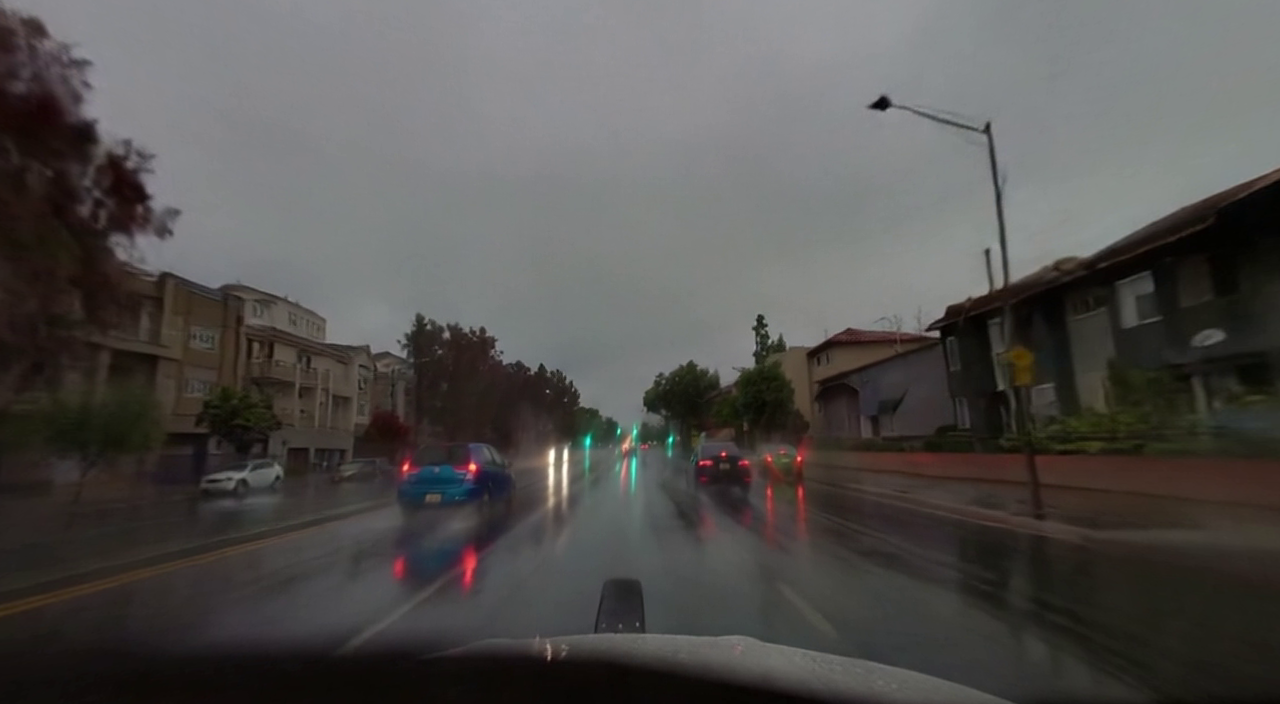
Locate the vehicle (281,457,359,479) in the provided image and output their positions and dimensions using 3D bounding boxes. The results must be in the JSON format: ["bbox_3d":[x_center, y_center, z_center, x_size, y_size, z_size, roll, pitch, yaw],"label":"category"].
[{"bbox_3d":[-24.182,8.779,47.877,4.816,1.482,1.995,-1,-9,3],"label":"vehicle"}]

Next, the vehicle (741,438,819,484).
[{"bbox_3d":[5.919,4.667,27.457,2.085,1.782,5.258,0,-9,-1],"label":"vehicle"}]

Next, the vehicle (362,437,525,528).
[{"bbox_3d":[-3.744,2.544,12.916,2.062,1.527,4.044,0,-9,0],"label":"vehicle"}]

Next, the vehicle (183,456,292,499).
[{"bbox_3d":[-18.205,5.651,28.871,2.003,1.699,4.524,-2,-9,-1],"label":"vehicle"}]

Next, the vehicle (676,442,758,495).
[{"bbox_3d":[2.318,3.654,20.280,1.978,1.471,4.426,0,-9,-1],"label":"vehicle"}]
